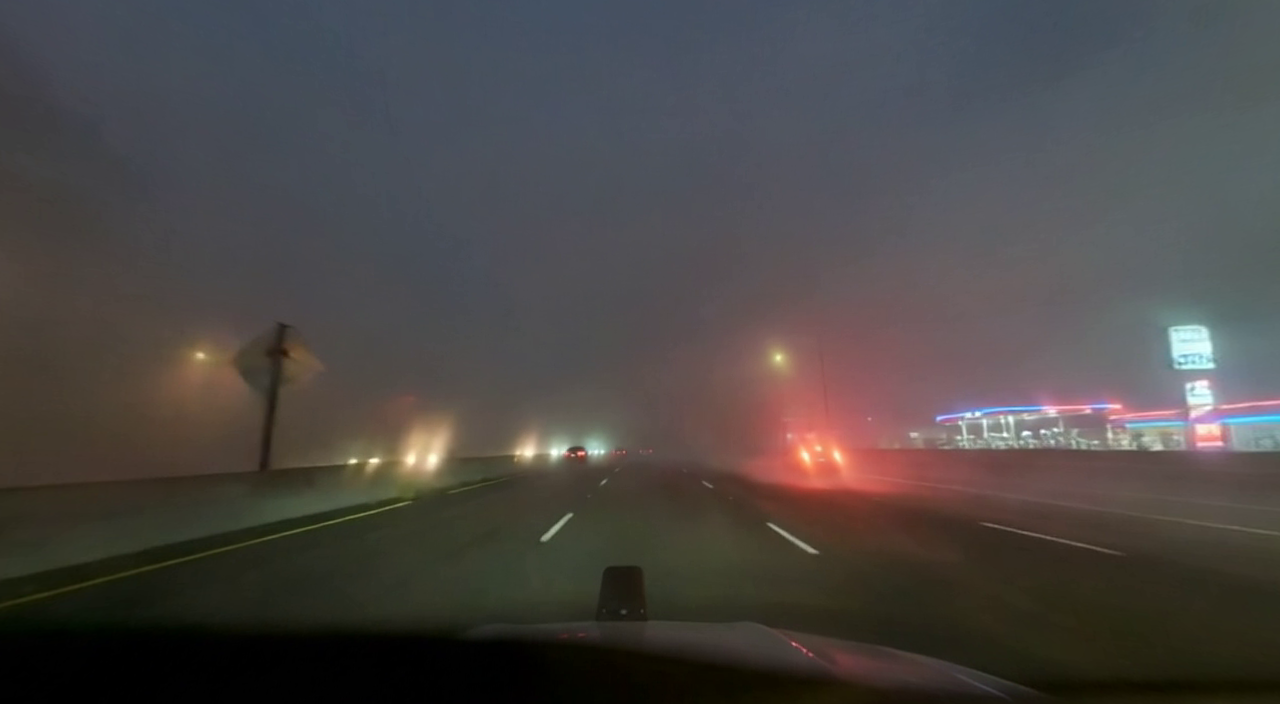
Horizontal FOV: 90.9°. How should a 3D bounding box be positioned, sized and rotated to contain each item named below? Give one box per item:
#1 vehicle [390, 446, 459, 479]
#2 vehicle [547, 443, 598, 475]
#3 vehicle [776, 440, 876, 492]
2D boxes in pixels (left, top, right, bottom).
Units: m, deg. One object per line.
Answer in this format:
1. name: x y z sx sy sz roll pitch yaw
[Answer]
1. vehicle: -10.935 5.623 32.365 2.135 1.526 3.840 -1 -9 1
2. vehicle: -3.384 5.493 32.583 2.114 1.510 4.186 -1 -9 1
3. vehicle: 5.928 3.687 20.779 1.909 1.467 4.940 -1 -9 2
